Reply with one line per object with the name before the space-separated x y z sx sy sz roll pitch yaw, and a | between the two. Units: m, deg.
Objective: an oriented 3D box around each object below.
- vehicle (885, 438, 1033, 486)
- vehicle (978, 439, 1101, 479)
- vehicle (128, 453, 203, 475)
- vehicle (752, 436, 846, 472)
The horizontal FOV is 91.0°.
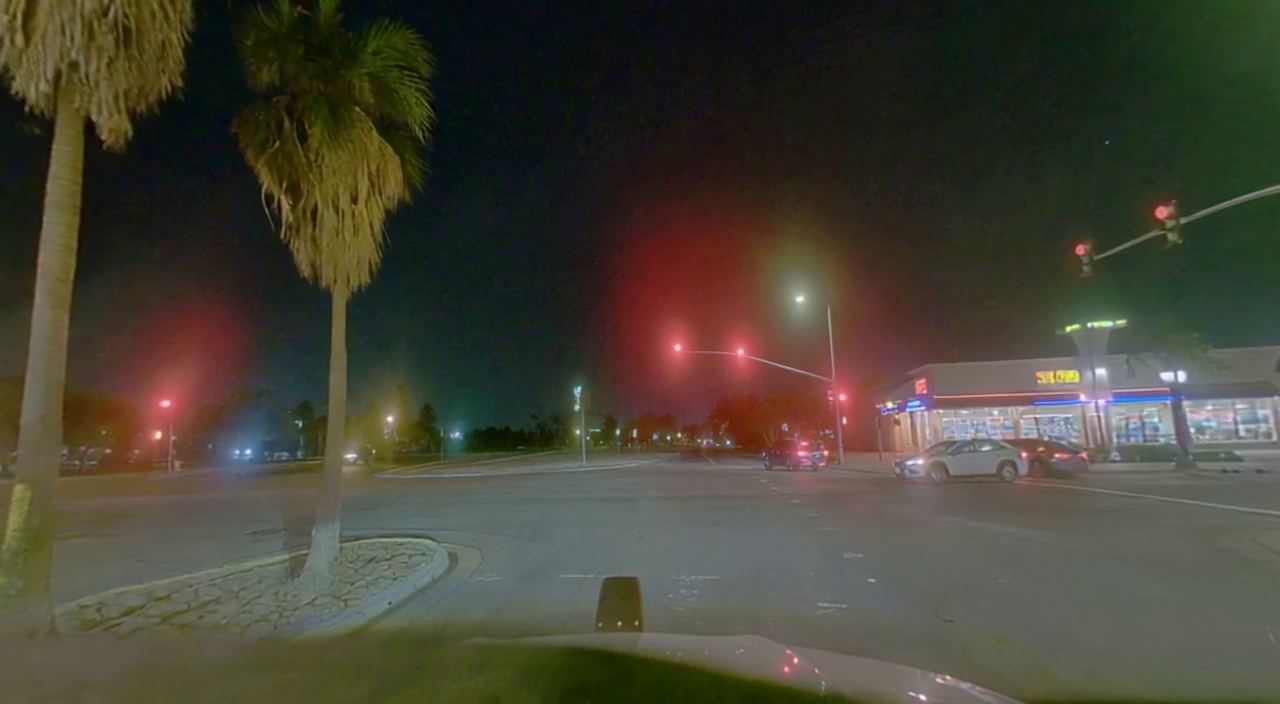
vehicle | 10.724 3.699 21.348 4.035 1.512 1.828 1 -9 -6
vehicle | 16.575 4.431 26.318 3.826 1.572 1.890 -2 -9 13
vehicle | -37.199 8.799 49.558 2.160 1.565 4.868 0 -8 -1
vehicle | 7.902 5.115 31.748 1.867 1.653 4.596 5 -10 -30
